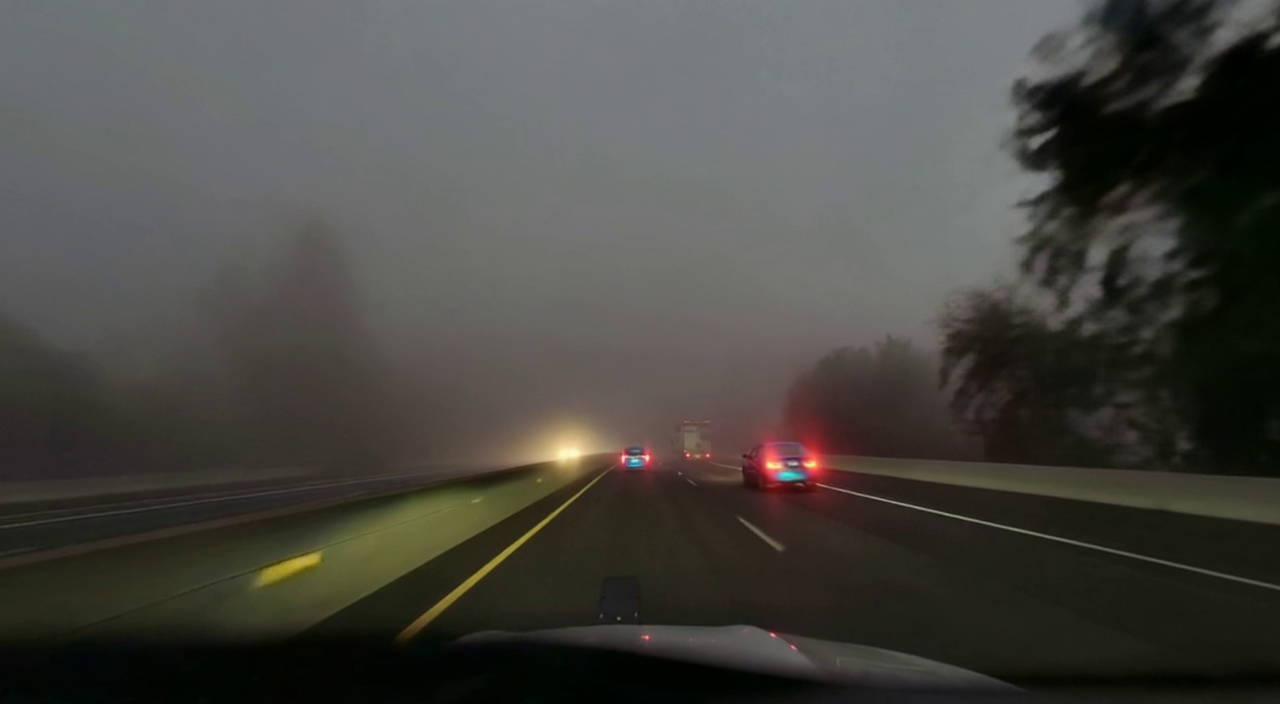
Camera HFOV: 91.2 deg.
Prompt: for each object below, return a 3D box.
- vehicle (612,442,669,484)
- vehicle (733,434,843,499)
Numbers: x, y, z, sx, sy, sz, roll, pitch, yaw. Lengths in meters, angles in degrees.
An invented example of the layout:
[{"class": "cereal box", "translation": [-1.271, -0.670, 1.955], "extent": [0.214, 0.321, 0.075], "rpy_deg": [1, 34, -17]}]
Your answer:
[{"class": "vehicle", "translation": [-0.004, 4.383, 25.013], "extent": [2.066, 1.490, 3.759], "rpy_deg": [-1, -9, 0]}, {"class": "vehicle", "translation": [3.905, 3.103, 17.328], "extent": [1.953, 1.540, 4.101], "rpy_deg": [0, -9, -1]}]
